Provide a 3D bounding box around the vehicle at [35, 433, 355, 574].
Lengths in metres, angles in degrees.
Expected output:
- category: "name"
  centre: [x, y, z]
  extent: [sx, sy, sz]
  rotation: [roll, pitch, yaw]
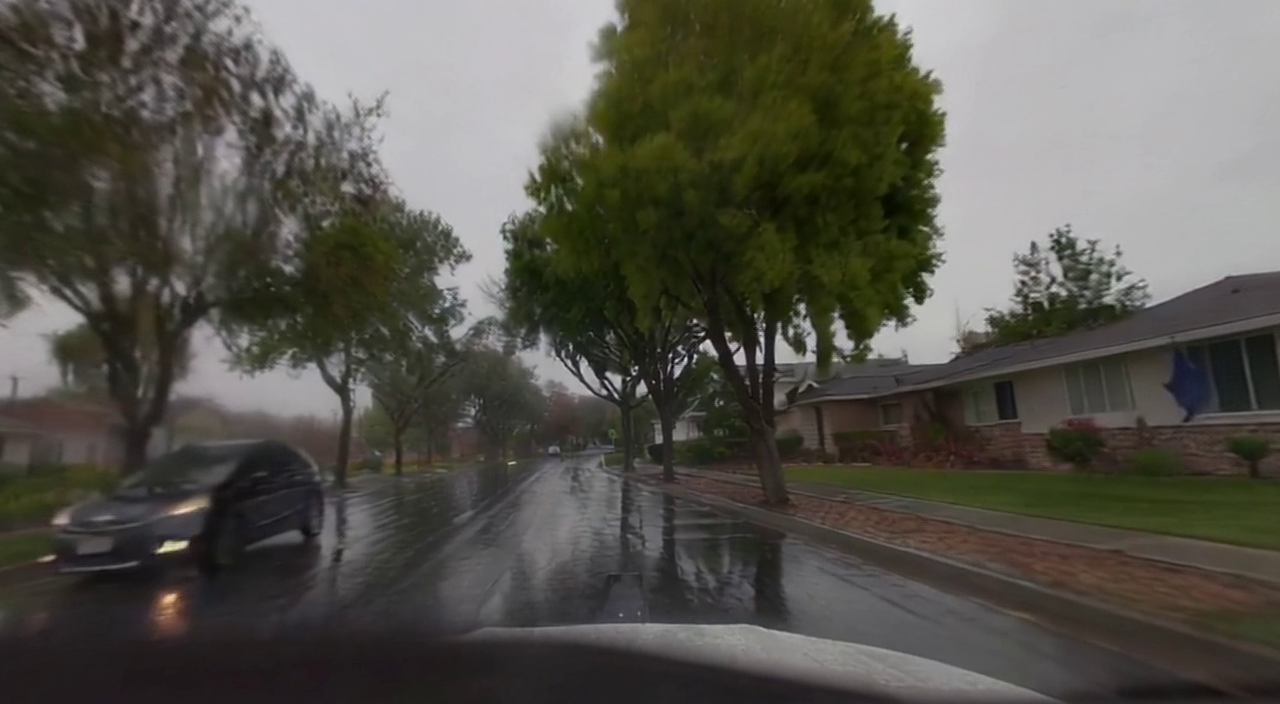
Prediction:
- category: "vehicle"
  centre: [-6.727, 2.281, 10.477]
  extent: [2.217, 1.751, 4.763]
  rotation: [1, -9, -6]
